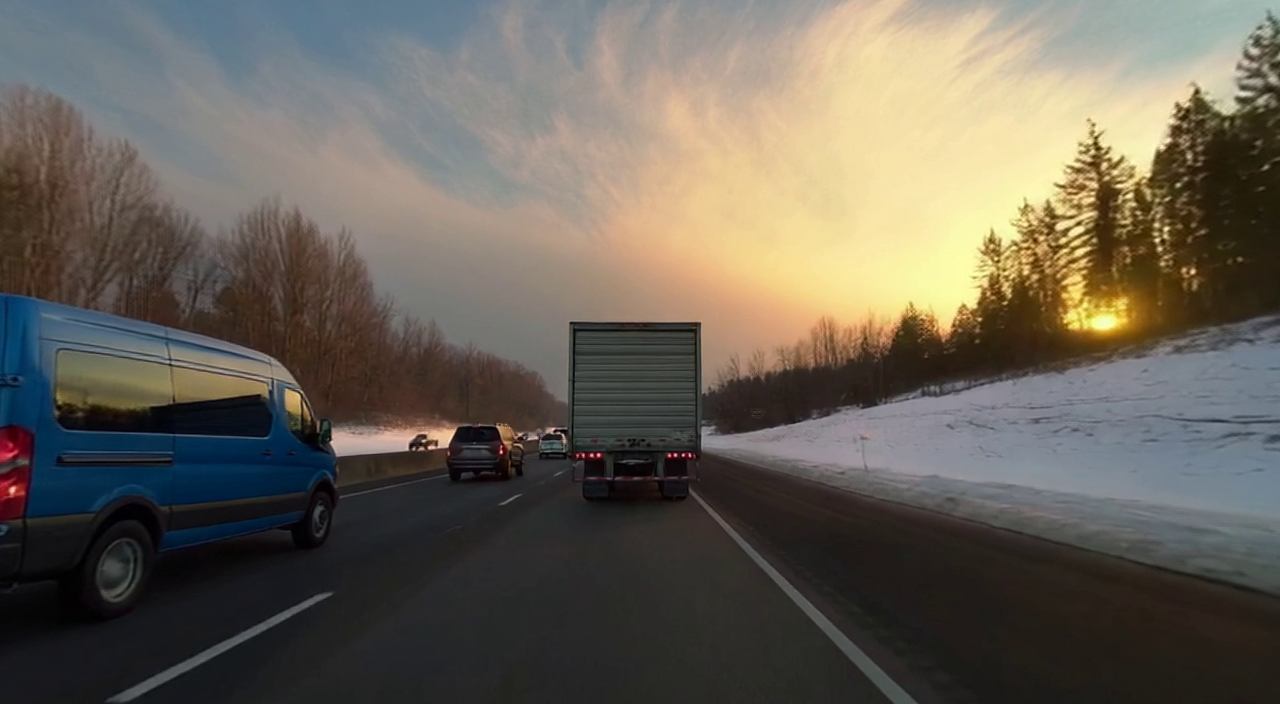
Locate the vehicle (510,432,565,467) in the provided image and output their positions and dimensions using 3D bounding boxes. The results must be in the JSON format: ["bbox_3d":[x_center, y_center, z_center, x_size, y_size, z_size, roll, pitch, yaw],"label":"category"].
[{"bbox_3d":[-4.831,4.677,30.343,1.931,1.539,4.441,0,-8,0],"label":"vehicle"}]

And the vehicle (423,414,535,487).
[{"bbox_3d":[-4.840,3.029,19.752,2.168,1.985,4.952,0,-8,0],"label":"vehicle"}]

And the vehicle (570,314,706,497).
[{"bbox_3d":[-0.180,1.835,18.938,2.953,4.041,10.072,0,-8,-2],"label":"vehicle"}]

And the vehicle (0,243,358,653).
[{"bbox_3d":[-5.226,0.890,6.072,2.478,2.515,5.438,0,-8,-1],"label":"vehicle"}]
